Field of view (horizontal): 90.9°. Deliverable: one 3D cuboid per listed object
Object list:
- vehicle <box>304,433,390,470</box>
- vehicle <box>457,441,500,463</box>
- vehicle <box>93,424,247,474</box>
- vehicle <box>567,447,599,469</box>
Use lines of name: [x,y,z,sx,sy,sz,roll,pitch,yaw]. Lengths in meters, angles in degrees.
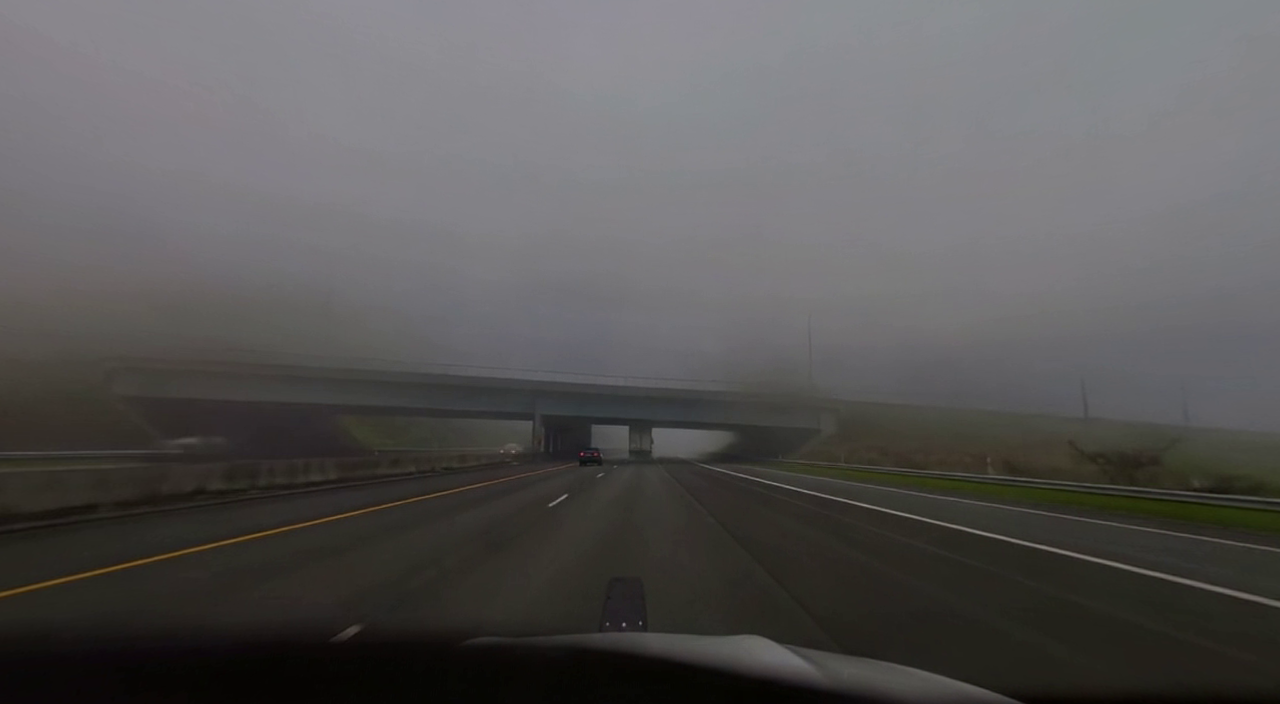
vehicle: [-12.661,4.353,27.520,1.812,1.478,3.974,0,-9,0]
vehicle: [-11.891,7.423,46.804,1.936,1.515,4.769,0,-9,0]
vehicle: [-16.006,3.364,21.820,1.936,1.518,4.340,0,-9,1]
vehicle: [-4.246,7.930,47.370,2.042,1.526,4.516,0,-9,0]
